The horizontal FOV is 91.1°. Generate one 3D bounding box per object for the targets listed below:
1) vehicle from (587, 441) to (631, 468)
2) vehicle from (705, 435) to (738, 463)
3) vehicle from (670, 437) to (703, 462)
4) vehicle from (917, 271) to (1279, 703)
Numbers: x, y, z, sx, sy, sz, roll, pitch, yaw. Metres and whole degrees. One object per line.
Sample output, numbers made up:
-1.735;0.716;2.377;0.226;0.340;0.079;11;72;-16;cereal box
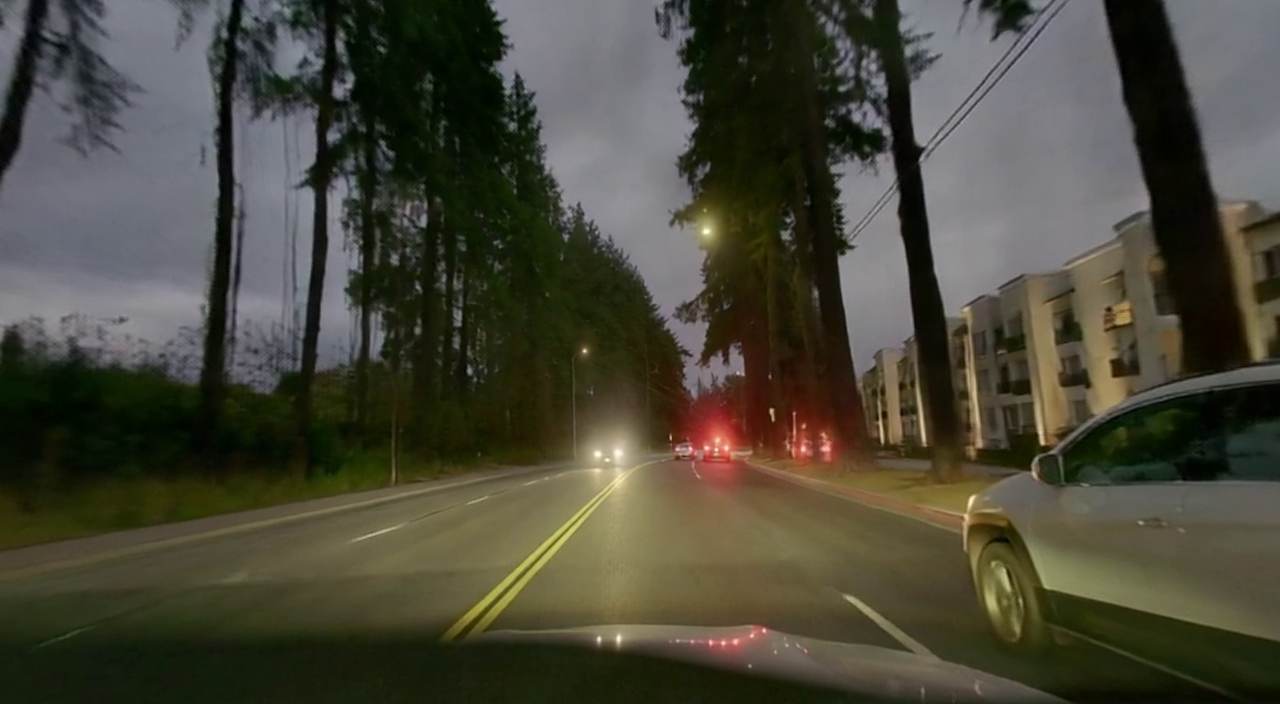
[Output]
-1.808;6.153;37.843;1.958;1.538;4.081;-1;-8;6;vehicle
5.490;6.573;42.518;2.069;1.791;4.422;-1;-8;6;vehicle
3.756;7.688;49.790;2.158;1.852;4.485;-2;-9;10;vehicle
3.241;0.690;2.178;2.219;1.881;5.104;0;-8;0;vehicle
